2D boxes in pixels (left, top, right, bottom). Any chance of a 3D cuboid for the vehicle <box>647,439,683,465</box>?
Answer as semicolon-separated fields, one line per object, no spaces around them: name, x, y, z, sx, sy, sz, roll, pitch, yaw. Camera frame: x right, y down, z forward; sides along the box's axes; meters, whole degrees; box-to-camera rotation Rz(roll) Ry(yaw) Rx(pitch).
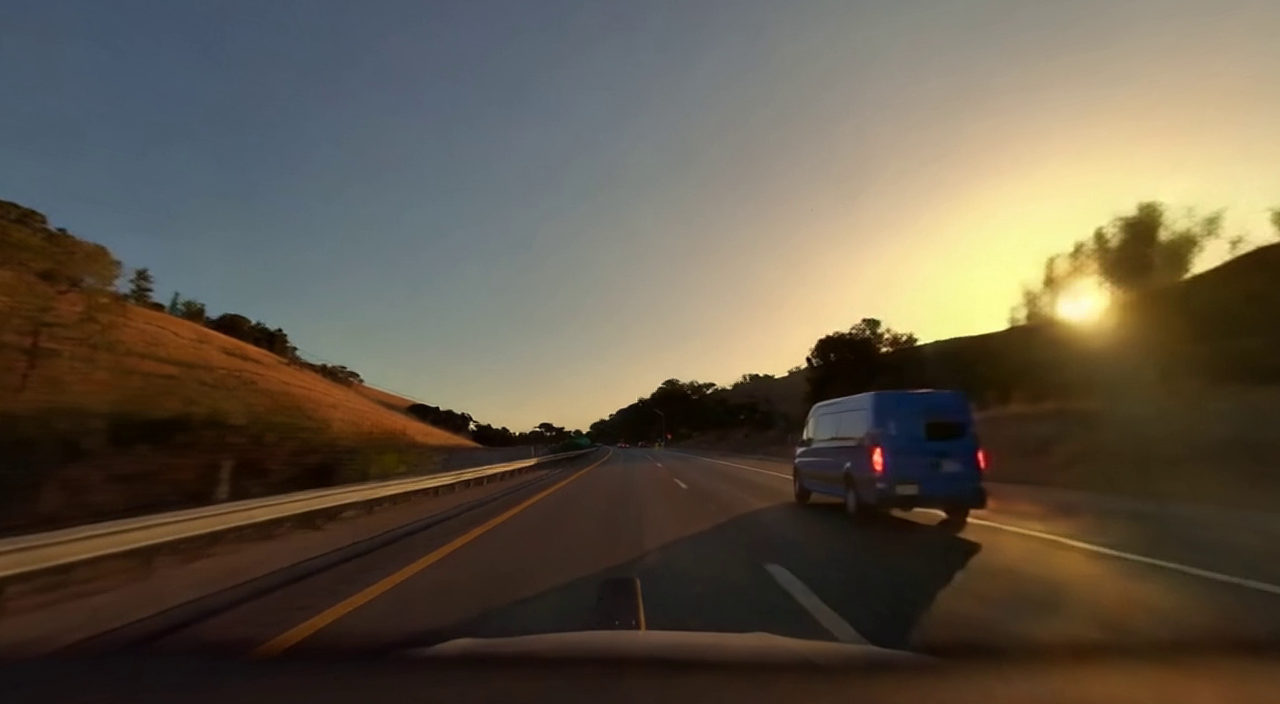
vehicle;1.505;6.128;38.801;2.005;1.466;3.739;-1;-8;0

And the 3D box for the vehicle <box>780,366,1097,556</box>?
vehicle;3.803;1.519;9.310;2.269;2.048;4.679;-1;-8;-1
